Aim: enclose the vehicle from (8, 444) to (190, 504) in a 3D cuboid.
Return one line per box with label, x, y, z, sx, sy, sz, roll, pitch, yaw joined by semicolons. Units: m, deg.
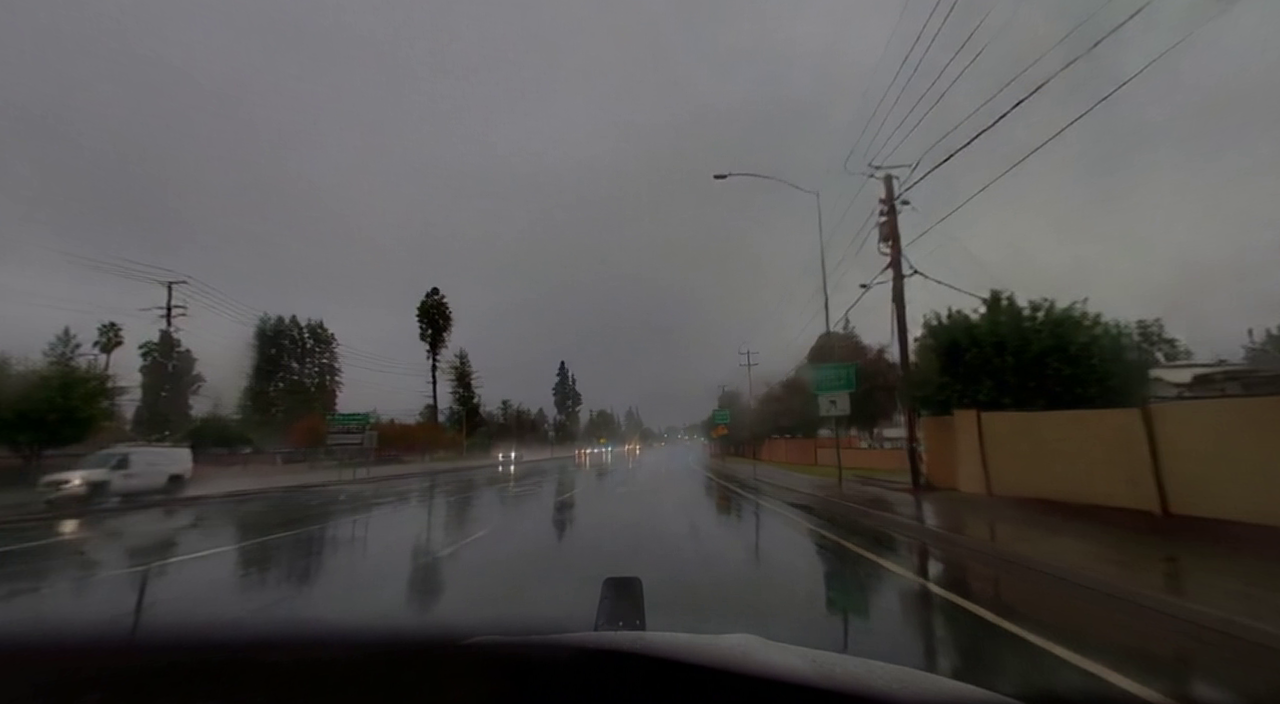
vehicle;-16.528;3.693;19.642;1.925;1.649;4.010;-1;-8;4
